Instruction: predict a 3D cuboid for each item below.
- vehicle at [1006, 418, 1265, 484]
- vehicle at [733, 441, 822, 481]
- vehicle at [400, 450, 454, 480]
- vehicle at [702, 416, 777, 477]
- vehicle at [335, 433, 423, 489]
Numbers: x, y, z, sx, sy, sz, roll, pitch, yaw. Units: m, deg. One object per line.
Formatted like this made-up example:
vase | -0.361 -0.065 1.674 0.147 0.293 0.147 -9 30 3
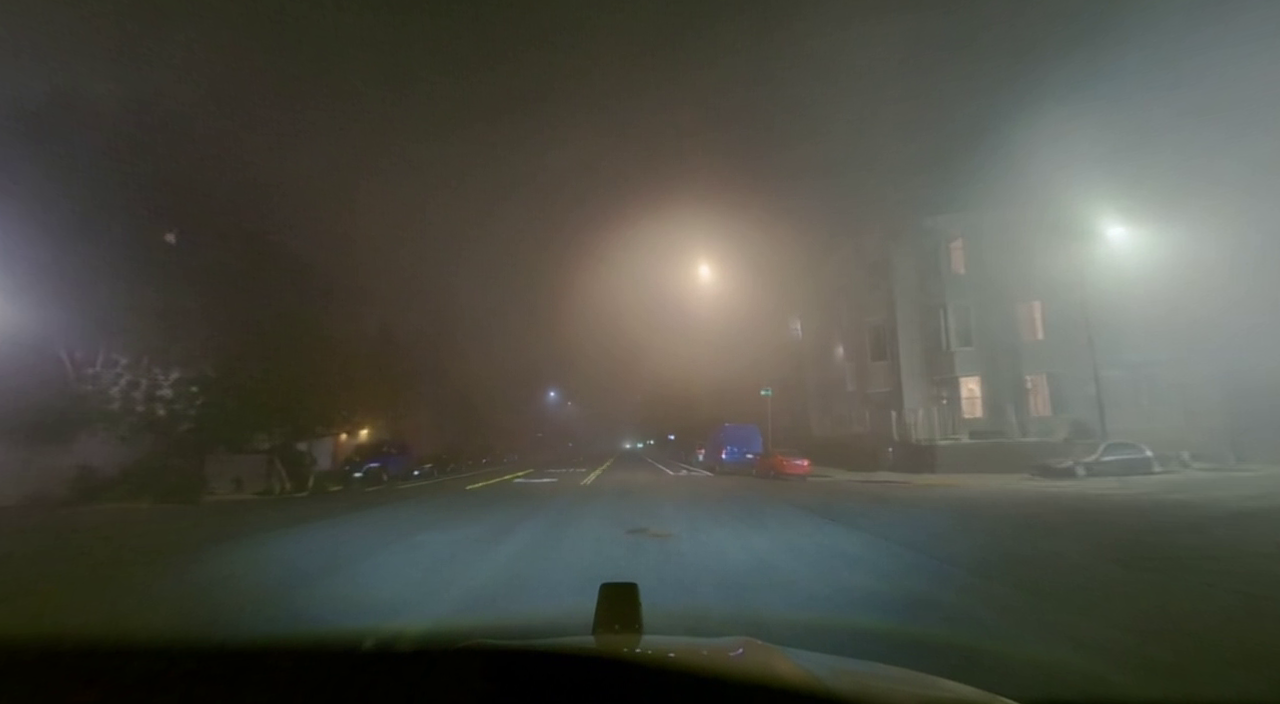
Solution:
vehicle | 15.106 3.059 19.623 5.930 1.907 2.348 0 -8 2
vehicle | 5.440 4.363 25.597 1.848 1.468 4.332 2 -9 -12
vehicle | -12.601 6.676 37.601 1.892 1.472 4.523 -3 -7 -3
vehicle | 4.698 4.647 31.083 2.414 2.670 5.833 1 -8 -3
vehicle | -12.800 5.303 31.421 2.164 2.386 5.460 -2 -7 -1
